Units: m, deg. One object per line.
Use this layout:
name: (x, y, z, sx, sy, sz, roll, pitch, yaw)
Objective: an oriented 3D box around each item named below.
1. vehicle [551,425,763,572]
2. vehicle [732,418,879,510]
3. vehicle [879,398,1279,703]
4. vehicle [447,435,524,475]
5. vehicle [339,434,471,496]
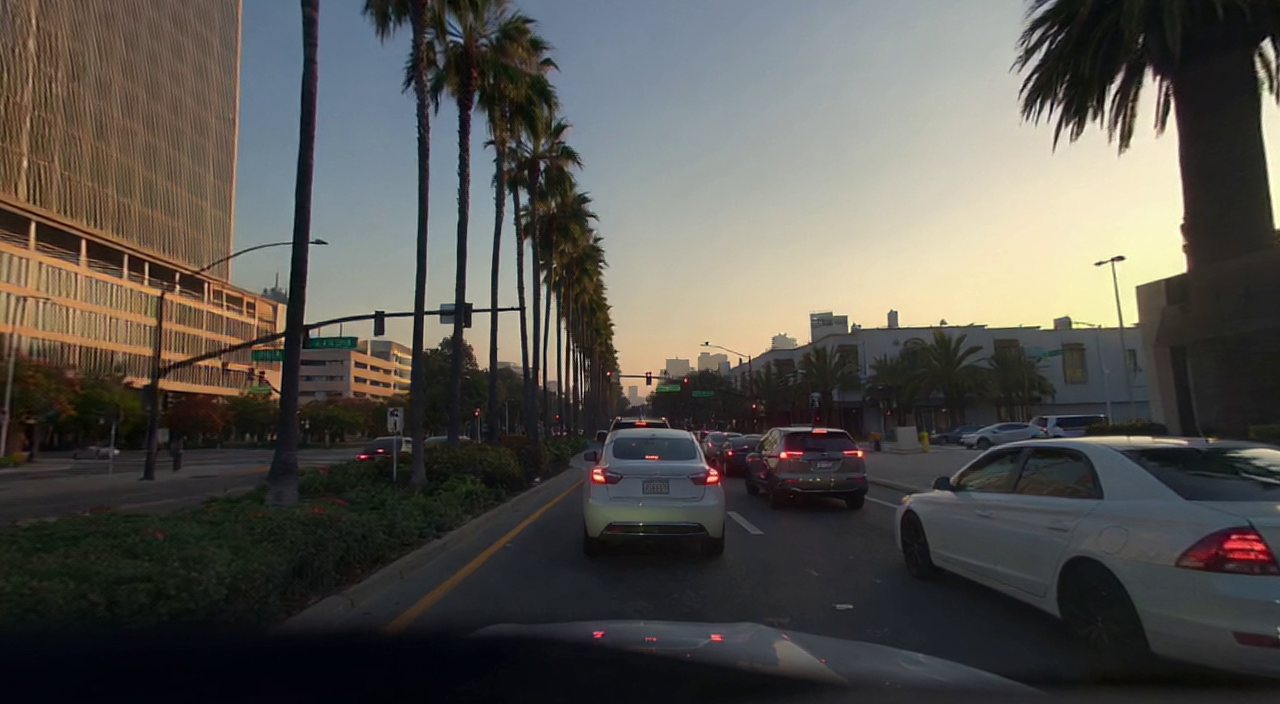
vehicle: (0.179, 1.786, 8.462, 2.140, 1.474, 4.026, 0, -8, 0)
vehicle: (3.499, 2.470, 14.314, 2.169, 1.751, 4.276, 0, -8, 0)
vehicle: (3.544, 1.222, 4.475, 1.910, 1.490, 4.661, 0, -8, 1)
vehicle: (-6.050, 4.094, 25.236, 1.822, 1.456, 4.396, -1, -8, 2)
vehicle: (-6.252, 3.051, 17.381, 1.900, 1.487, 4.165, 0, -8, 2)
